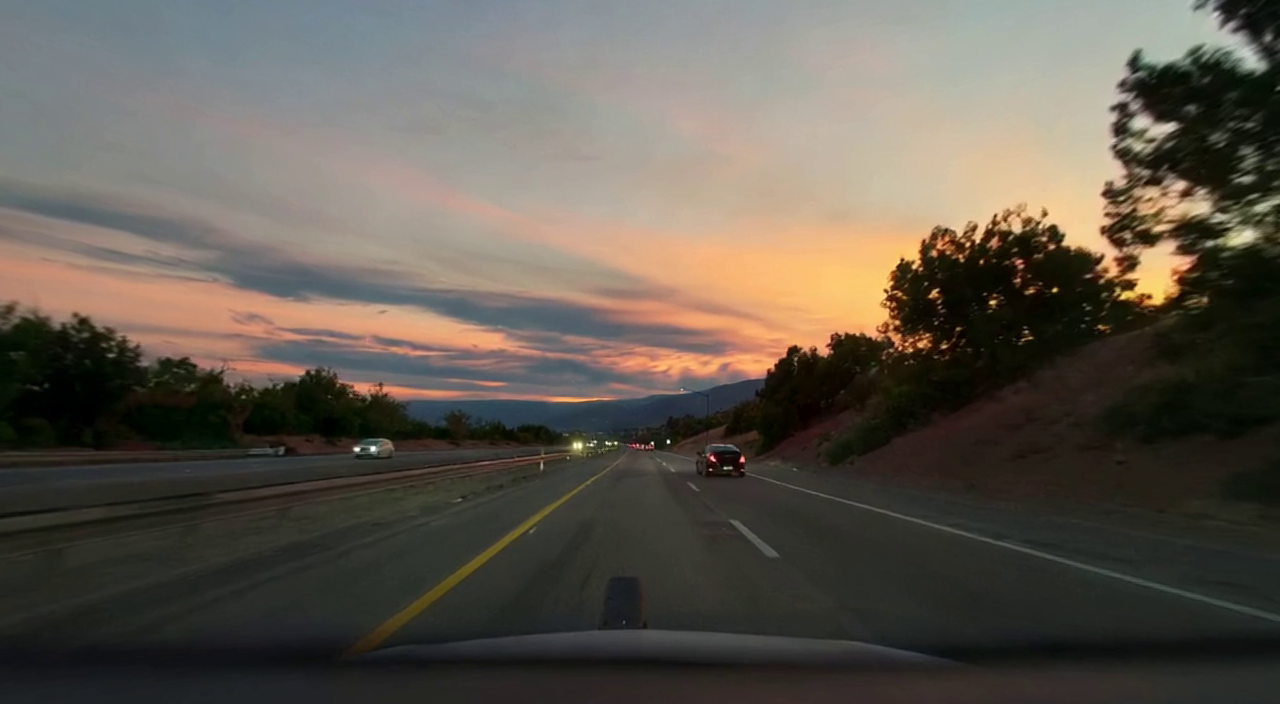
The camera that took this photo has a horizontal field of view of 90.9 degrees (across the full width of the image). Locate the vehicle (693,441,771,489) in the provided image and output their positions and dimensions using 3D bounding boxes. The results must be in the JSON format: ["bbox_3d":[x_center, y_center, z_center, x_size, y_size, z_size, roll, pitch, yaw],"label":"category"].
[{"bbox_3d":[3.065,3.863,21.977,1.991,1.475,4.302,0,-8,-1],"label":"vehicle"}]
